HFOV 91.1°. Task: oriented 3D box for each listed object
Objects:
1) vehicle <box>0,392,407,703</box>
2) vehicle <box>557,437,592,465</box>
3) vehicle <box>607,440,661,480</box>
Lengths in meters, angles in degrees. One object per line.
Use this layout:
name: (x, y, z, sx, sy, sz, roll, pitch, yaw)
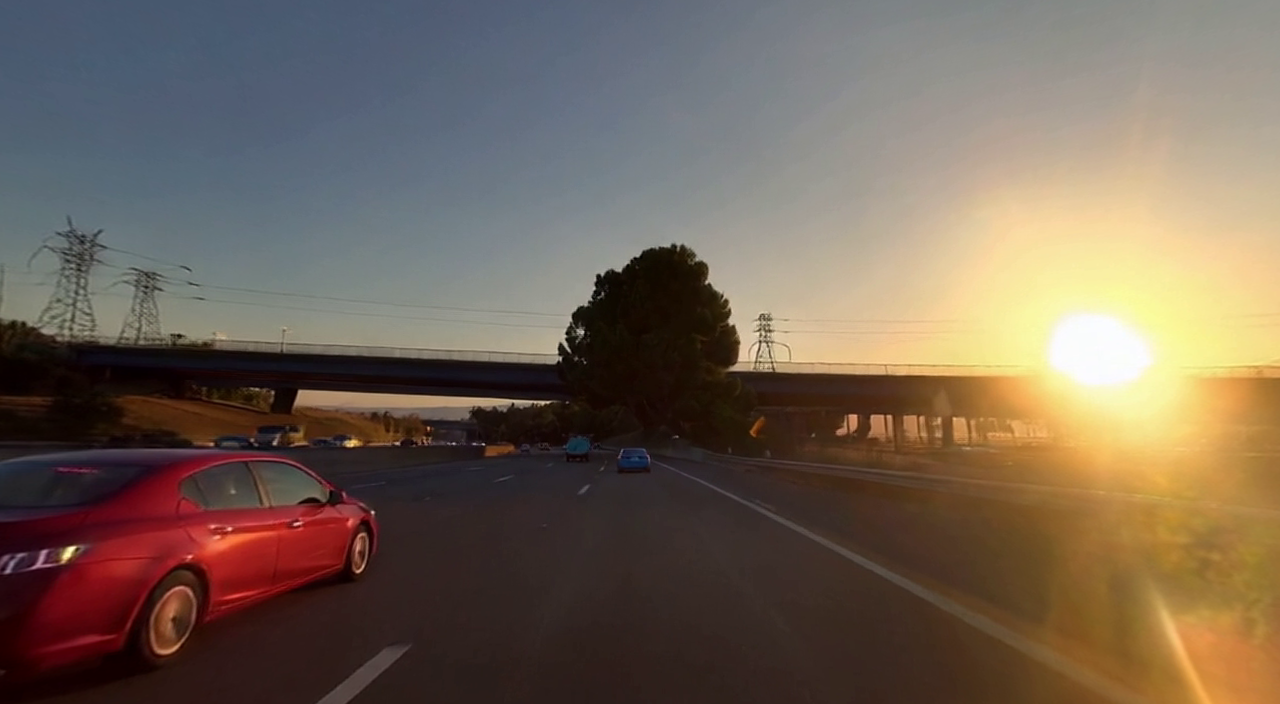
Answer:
vehicle: (-3.630, 1.233, 4.604, 2.035, 1.514, 4.600, 0, -9, 0)
vehicle: (-4.411, 6.748, 42.960, 2.174, 1.806, 3.932, 1, -9, -3)
vehicle: (-0.288, 4.260, 25.002, 1.954, 1.460, 3.983, 1, -9, -2)
